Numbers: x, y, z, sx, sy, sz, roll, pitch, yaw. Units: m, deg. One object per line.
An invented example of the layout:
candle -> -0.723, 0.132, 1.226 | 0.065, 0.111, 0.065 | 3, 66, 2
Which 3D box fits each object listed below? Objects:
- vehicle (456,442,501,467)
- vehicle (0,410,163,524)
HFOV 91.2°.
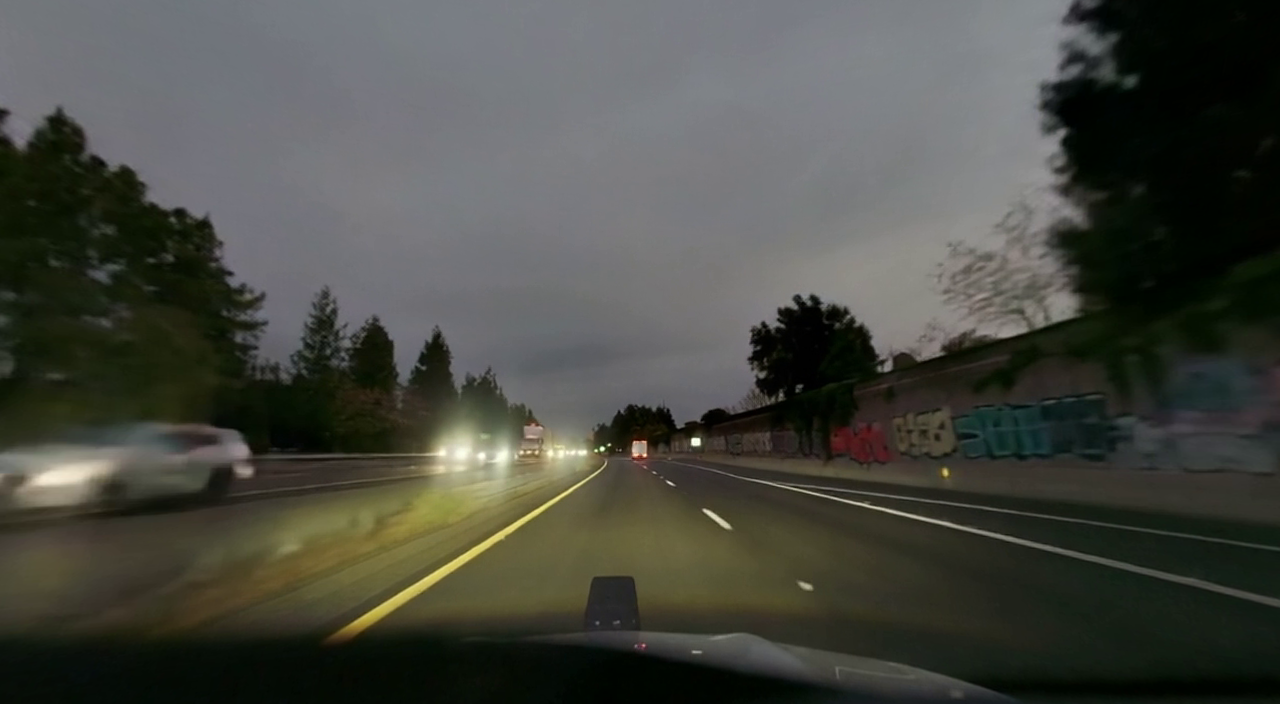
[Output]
vehicle -> -10.089, 6.466, 39.527 | 1.813, 1.466, 3.902 | 0, -9, 0
vehicle -> -9.362, 1.639, 9.028 | 1.834, 1.482, 3.947 | 0, -9, 0
